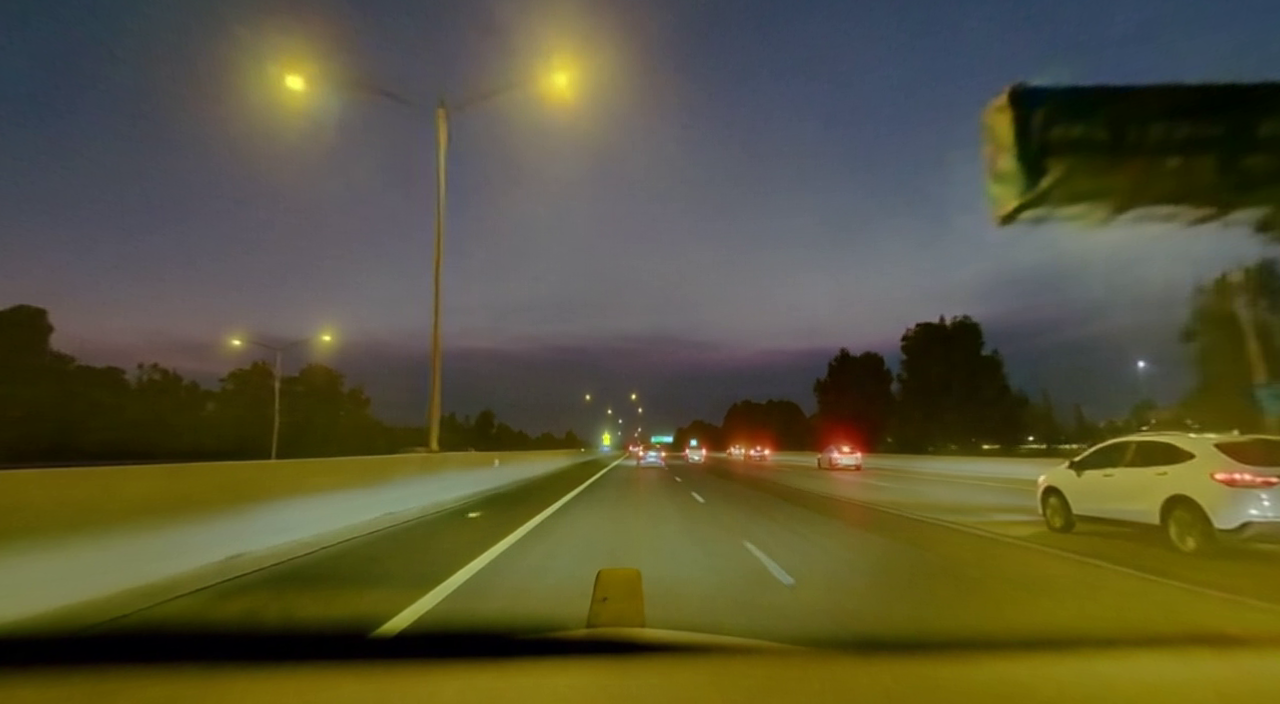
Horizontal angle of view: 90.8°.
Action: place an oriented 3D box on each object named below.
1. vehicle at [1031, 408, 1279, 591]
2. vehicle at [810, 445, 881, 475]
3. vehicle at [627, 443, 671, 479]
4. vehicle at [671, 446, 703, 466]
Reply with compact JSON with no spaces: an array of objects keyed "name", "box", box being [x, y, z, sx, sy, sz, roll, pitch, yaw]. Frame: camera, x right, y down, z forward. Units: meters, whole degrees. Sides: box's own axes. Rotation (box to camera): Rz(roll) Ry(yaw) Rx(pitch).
[{"name":"vehicle","box":[6.941,1.572,7.181,2.027,1.679,4.543,0,-9,0]},{"name":"vehicle","box":[10.937,5.773,34.065,2.087,1.442,4.834,0,-9,-1]},{"name":"vehicle","box":[0.351,5.328,31.225,1.864,1.566,4.446,0,-8,-3]},{"name":"vehicle","box":[3.495,7.837,47.583,1.993,1.427,4.204,0,-9,-1]}]
